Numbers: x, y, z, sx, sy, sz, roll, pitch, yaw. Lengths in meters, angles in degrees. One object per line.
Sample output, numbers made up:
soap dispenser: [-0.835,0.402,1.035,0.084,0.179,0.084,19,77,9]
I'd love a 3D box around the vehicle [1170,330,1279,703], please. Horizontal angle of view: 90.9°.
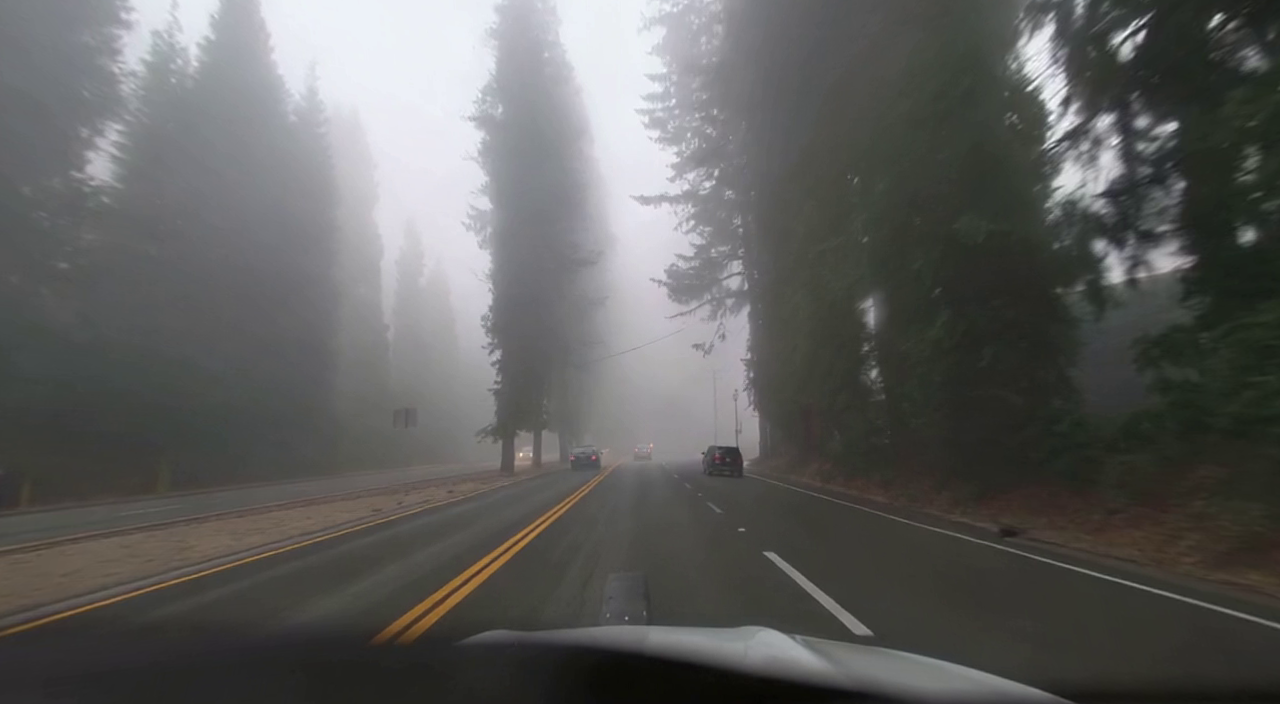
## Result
vehicle: [3.419,0.526,0.455,2.182,1.744,4.464,0,-9,1]

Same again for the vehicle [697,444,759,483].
vehicle: [3.539,4.573,26.169,1.906,1.468,4.422,0,-9,-1]

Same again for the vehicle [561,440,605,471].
vehicle: [-3.255,6.056,37.037,2.066,1.725,4.241,0,-9,2]
